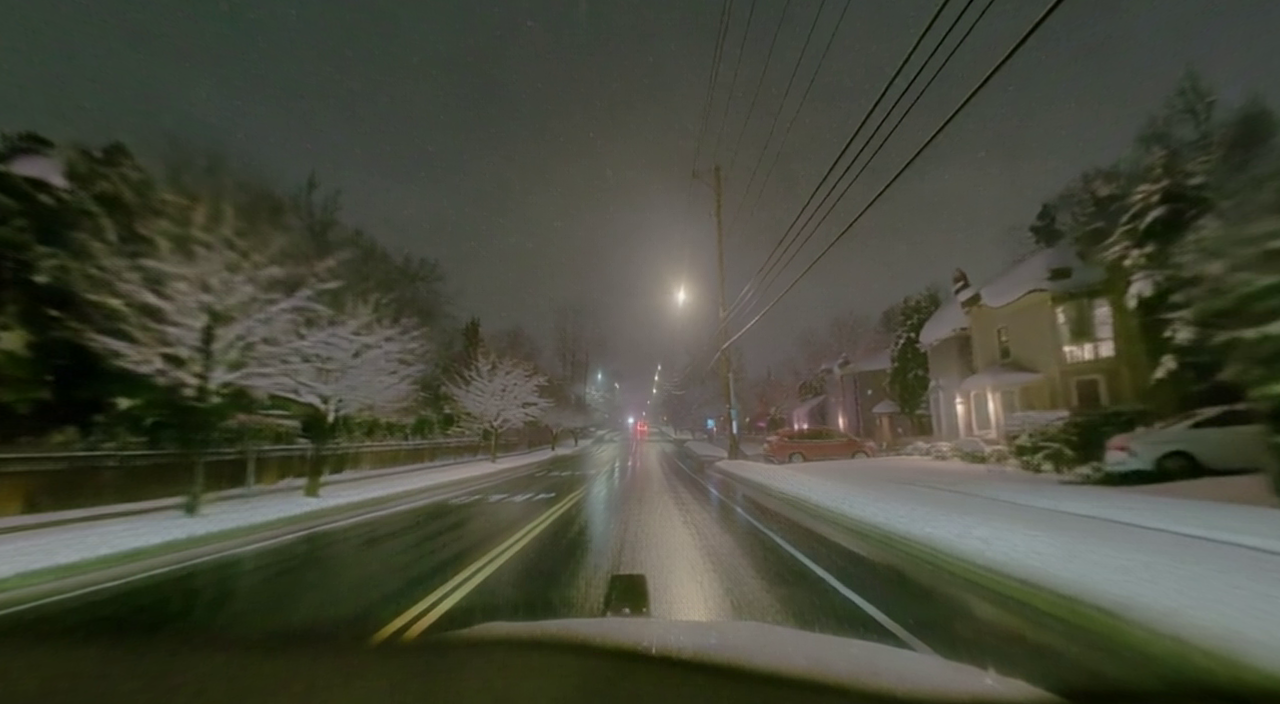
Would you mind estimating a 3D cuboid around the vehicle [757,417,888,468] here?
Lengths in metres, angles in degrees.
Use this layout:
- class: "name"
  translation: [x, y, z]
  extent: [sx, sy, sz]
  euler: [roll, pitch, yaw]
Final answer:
- class: "vehicle"
  translation: [9.429, 4.704, 32.994]
  extent: [6.133, 2.254, 2.383]
  euler: [3, -6, 0]

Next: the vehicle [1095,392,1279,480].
- class: "vehicle"
  translation: [11.236, 1.649, 12.609]
  extent: [1.884, 1.484, 4.034]
  euler: [-1, -7, 11]
